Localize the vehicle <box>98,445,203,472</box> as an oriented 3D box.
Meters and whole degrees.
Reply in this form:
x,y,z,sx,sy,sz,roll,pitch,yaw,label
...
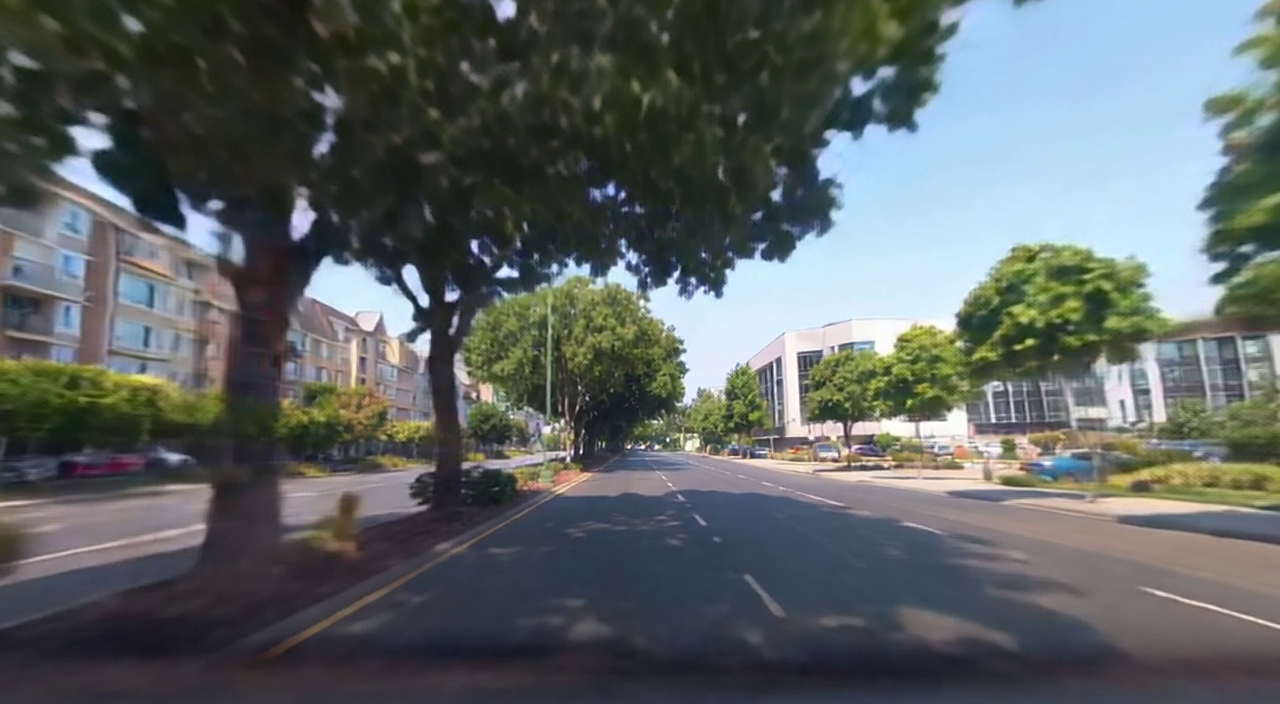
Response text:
x,y,z,sx,sy,sz,roll,pitch,yaw,label
-29.862,6.482,38.624,4.693,1.572,1.999,0,-9,0,vehicle

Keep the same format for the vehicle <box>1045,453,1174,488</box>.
x,y,z,sx,sy,sz,roll,pitch,yaw,label
20.006,5.054,27.065,3.975,1.387,1.914,0,-9,-1,vehicle

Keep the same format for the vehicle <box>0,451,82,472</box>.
x,y,z,sx,sy,sz,roll,pitch,yaw,label
-46.159,8.426,48.726,1.912,1.509,4.629,0,-9,1,vehicle
